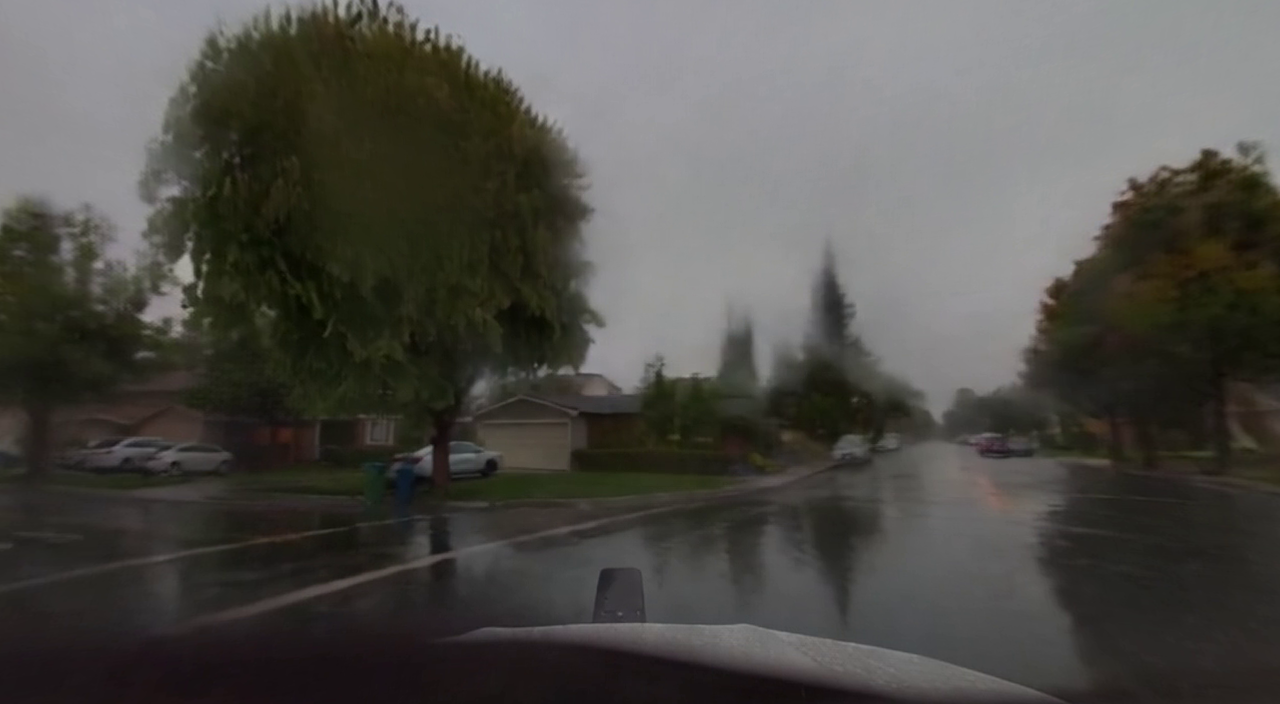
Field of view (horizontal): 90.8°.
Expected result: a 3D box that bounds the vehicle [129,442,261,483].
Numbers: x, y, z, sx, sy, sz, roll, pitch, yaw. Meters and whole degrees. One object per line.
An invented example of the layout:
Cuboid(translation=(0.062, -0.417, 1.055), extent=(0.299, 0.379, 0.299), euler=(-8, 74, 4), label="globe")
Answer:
Cuboid(translation=(-19.586, 4.829, 28.026), extent=(1.978, 1.666, 4.230), euler=(-4, -9, 25), label="vehicle")

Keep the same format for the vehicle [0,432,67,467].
Cuboid(translation=(-36.119, 5.538, 35.771), extent=(2.181, 1.911, 4.861), euler=(-5, -8, 24), label="vehicle")

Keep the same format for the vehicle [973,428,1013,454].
Cuboid(translation=(24.854, 6.298, 44.579), extent=(2.116, 1.711, 4.155), euler=(-4, -9, 26), label="vehicle")

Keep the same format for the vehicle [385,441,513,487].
Cuboid(translation=(-6.895, 4.061, 23.397), extent=(1.917, 1.499, 4.569), euler=(-4, -9, 25), label="vehicle")

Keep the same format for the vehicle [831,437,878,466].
Cuboid(translation=(12.420, 5.695, 36.417), extent=(2.075, 1.551, 4.074), euler=(-4, -9, 24), label="vehicle")
